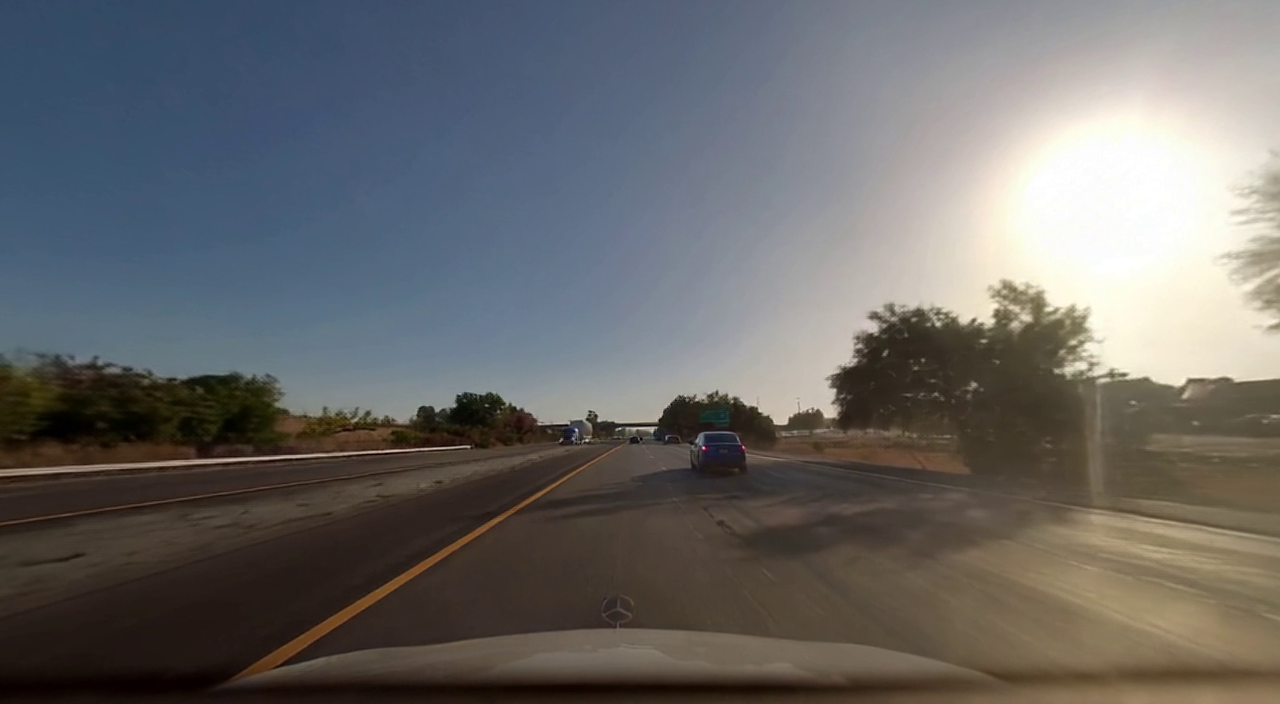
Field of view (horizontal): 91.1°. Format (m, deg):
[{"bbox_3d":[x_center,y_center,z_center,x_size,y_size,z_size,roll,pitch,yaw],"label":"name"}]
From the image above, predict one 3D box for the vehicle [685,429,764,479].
[{"bbox_3d":[2.825,3.528,22.090,2.084,1.583,4.420,0,-8,-1],"label":"vehicle"}]
